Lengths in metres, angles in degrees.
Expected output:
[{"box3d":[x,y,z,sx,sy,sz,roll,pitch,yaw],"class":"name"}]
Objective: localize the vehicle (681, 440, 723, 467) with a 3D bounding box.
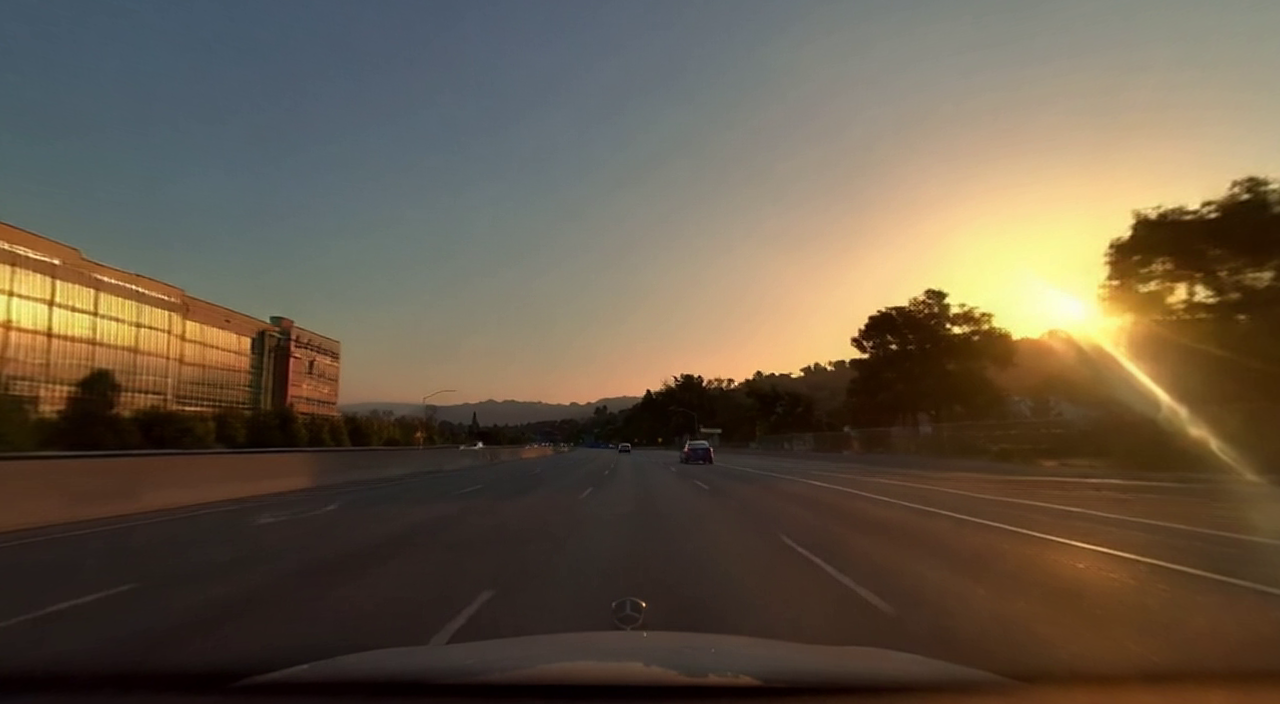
[{"box3d":[3.622,6.020,37.483,1.926,1.477,4.025,0,-9,-2],"class":"vehicle"}]
